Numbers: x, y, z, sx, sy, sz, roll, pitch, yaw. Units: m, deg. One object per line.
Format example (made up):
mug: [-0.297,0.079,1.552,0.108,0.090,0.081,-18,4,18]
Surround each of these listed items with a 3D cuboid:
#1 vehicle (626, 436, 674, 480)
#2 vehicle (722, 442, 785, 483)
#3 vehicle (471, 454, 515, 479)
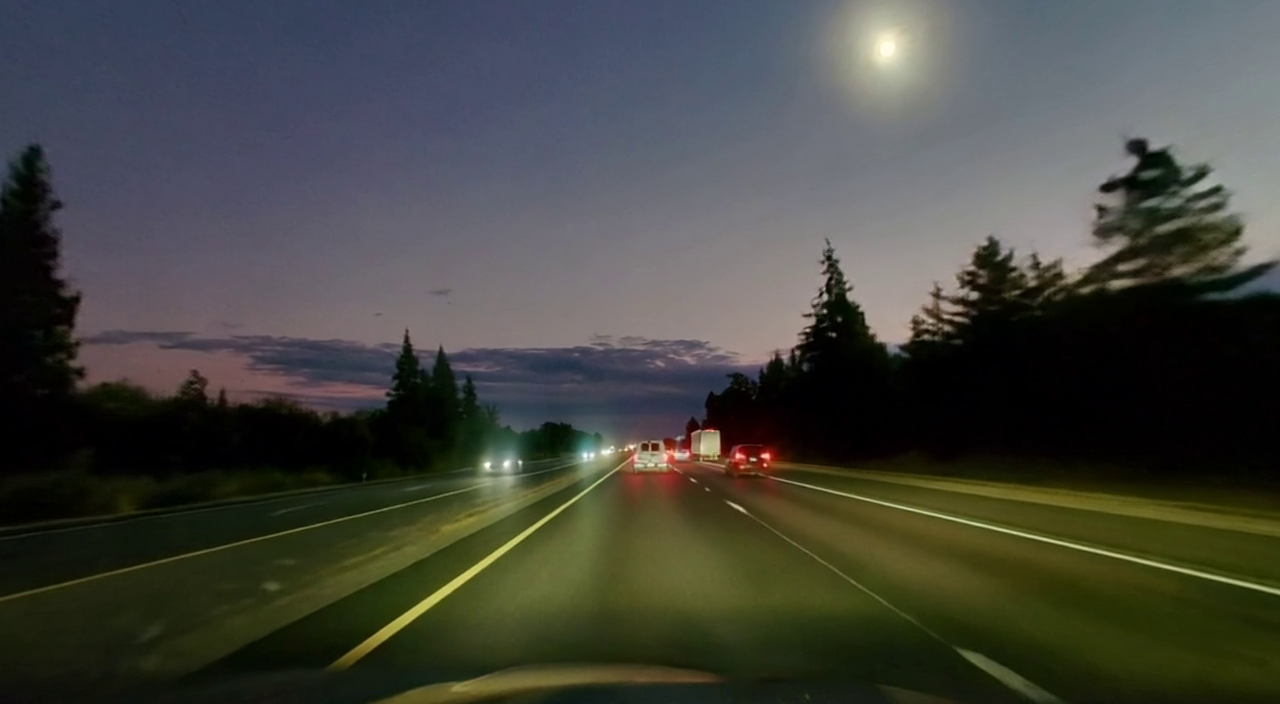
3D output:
vehicle: [0.446,5.039,30.209,2.143,1.925,4.101,0,-9,0]
vehicle: [4.598,4.547,26.120,1.868,1.566,3.509,0,-9,-1]
vehicle: [-9.488,7.407,41.064,1.827,1.488,4.455,0,-9,0]
